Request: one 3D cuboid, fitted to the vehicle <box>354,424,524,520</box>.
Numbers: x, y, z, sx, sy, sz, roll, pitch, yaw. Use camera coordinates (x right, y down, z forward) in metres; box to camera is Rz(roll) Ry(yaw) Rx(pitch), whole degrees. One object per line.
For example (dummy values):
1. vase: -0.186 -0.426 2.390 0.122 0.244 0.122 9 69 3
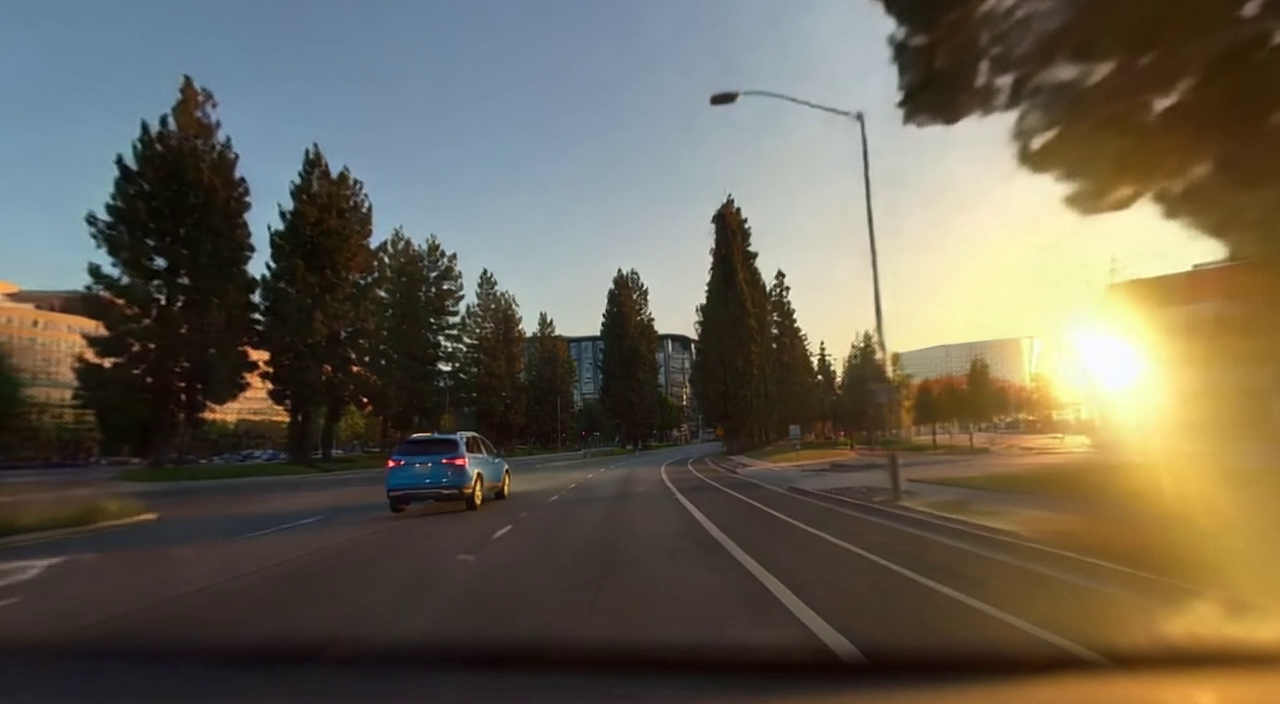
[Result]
1. vehicle: -4.035 2.506 13.654 2.121 1.724 4.392 0 -9 1
